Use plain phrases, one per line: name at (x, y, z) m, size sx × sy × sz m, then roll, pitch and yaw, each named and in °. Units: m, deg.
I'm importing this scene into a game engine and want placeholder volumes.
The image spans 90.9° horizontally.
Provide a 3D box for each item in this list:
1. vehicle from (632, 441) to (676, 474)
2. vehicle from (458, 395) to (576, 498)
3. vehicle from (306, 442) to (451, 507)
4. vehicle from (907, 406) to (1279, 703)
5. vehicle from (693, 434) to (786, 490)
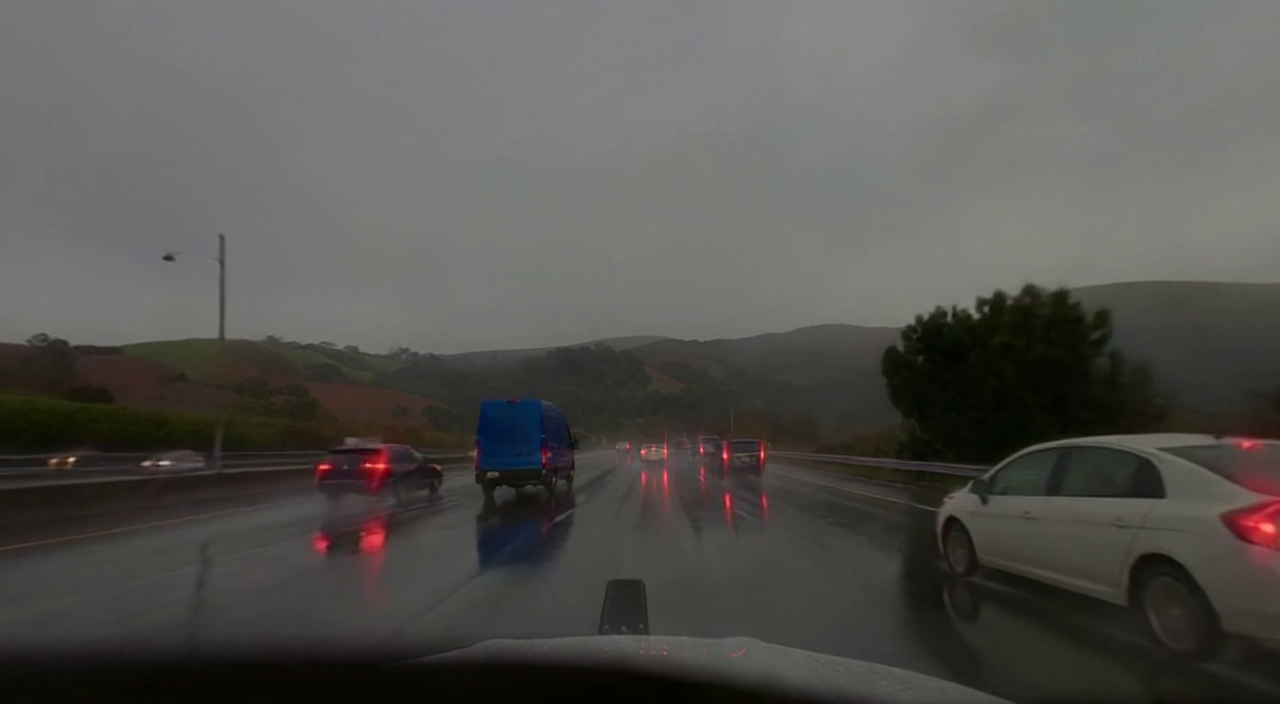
vehicle at (0.660, 5.306, 31.891) m, size 2.054 × 1.504 × 3.890 m, roll 0°, pitch -9°, yaw 0°
vehicle at (-3.488, 2.886, 19.360) m, size 2.396 × 2.664 × 5.735 m, roll 0°, pitch -9°, yaw 0°
vehicle at (-6.786, 3.201, 17.002) m, size 1.964 × 1.487 × 4.417 m, roll 0°, pitch -9°, yaw 1°
vehicle at (3.946, 1.243, 4.531) m, size 2.050 × 1.491 × 4.362 m, roll 0°, pitch -9°, yaw -1°
vehicle at (3.189, 3.636, 21.224) m, size 2.270 × 1.660 × 4.101 m, roll 0°, pitch -9°, yaw -3°
